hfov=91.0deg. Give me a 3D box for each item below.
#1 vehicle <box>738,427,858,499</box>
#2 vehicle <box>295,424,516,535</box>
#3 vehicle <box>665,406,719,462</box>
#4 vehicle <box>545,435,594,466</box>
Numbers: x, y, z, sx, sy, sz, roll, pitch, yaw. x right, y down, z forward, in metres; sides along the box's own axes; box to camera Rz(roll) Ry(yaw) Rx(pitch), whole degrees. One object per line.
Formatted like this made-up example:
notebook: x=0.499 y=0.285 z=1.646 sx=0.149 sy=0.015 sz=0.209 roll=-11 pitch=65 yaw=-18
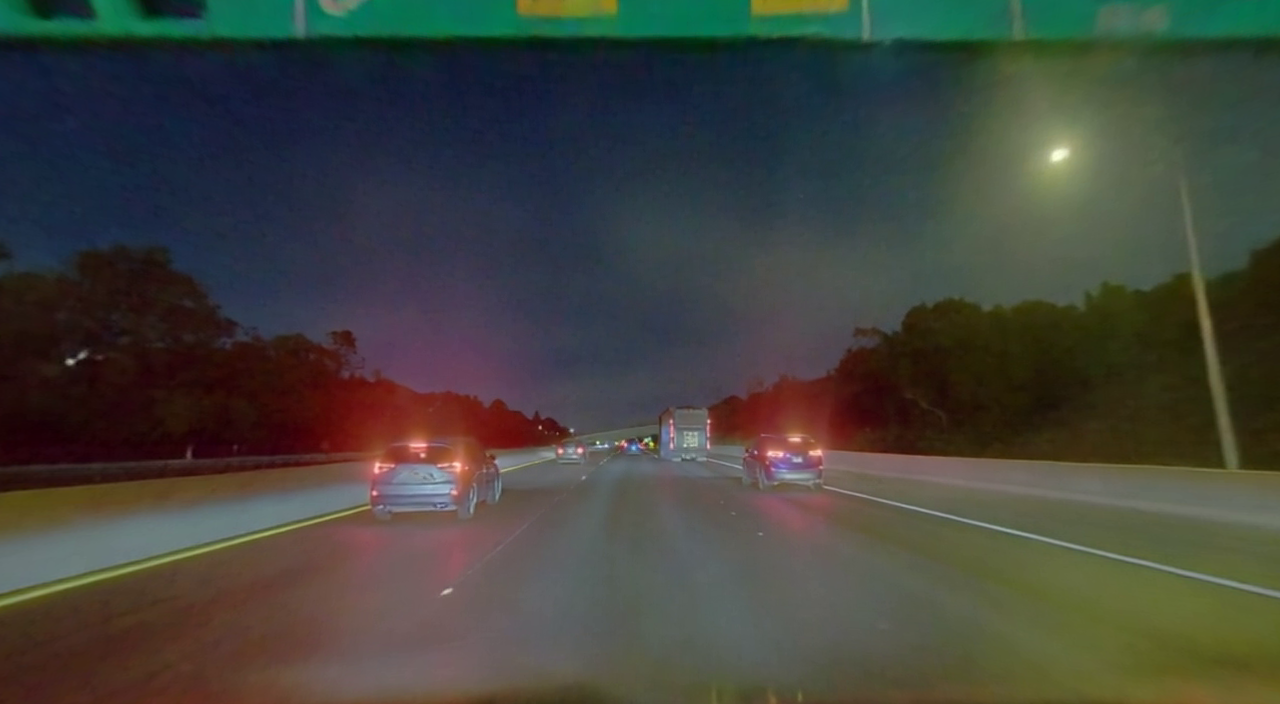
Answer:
vehicle: x=3.964 y=2.842 z=16.581 sx=2.001 sy=1.625 sz=4.088 roll=0 pitch=-8 yaw=-1
vehicle: x=-3.658 y=2.075 z=10.921 sx=2.122 sy=1.486 sz=4.532 roll=0 pitch=-8 yaw=0
vehicle: x=3.588 y=6.076 z=46.119 sx=2.824 sy=3.585 sz=11.410 roll=-1 pitch=-8 yaw=-1
vehicle: x=-3.532 y=5.043 z=32.376 sx=2.064 sy=1.479 sz=4.370 roll=0 pitch=-8 yaw=-1
